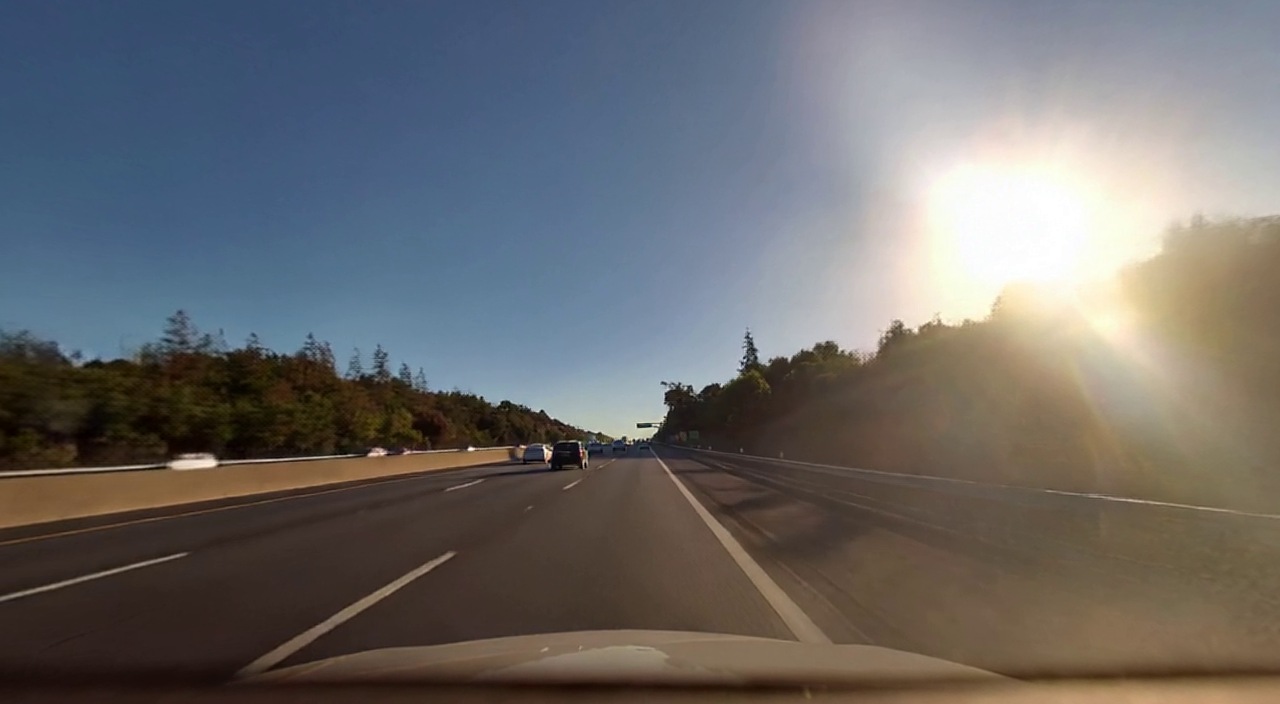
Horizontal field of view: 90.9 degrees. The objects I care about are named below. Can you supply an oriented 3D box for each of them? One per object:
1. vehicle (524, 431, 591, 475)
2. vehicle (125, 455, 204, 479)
[{"bbox_3d":[-3.635,4.584,28.801,2.283,1.802,4.810,0,-9,1],"label":"vehicle"},{"bbox_3d":[-32.677,7.927,43.521,1.793,1.480,4.596,0,-8,0],"label":"vehicle"}]
